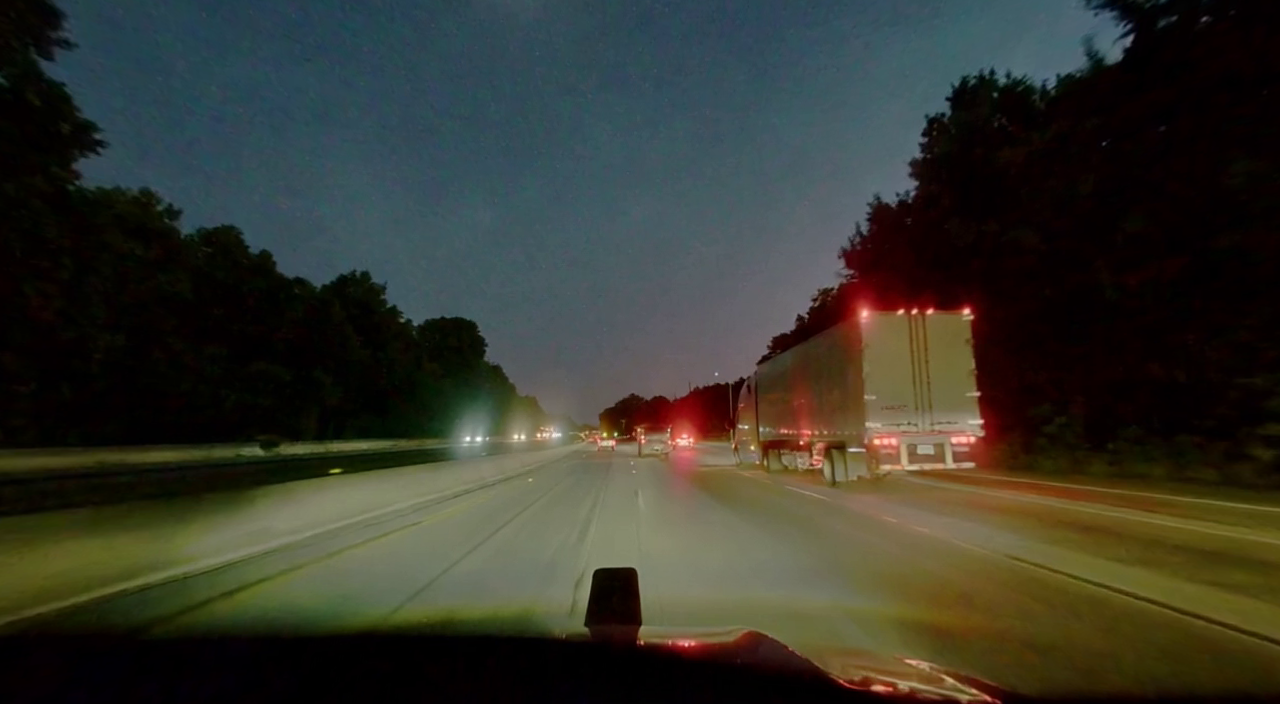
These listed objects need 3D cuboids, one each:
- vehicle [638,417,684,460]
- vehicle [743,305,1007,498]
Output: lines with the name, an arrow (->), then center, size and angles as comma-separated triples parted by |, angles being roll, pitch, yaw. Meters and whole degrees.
vehicle -> 1.223, 5.468, 39.982 | 2.436, 2.521, 5.409 | 0, -8, -3
vehicle -> 6.020, 1.932, 20.207 | 2.904, 4.054, 14.017 | 0, -8, -1
